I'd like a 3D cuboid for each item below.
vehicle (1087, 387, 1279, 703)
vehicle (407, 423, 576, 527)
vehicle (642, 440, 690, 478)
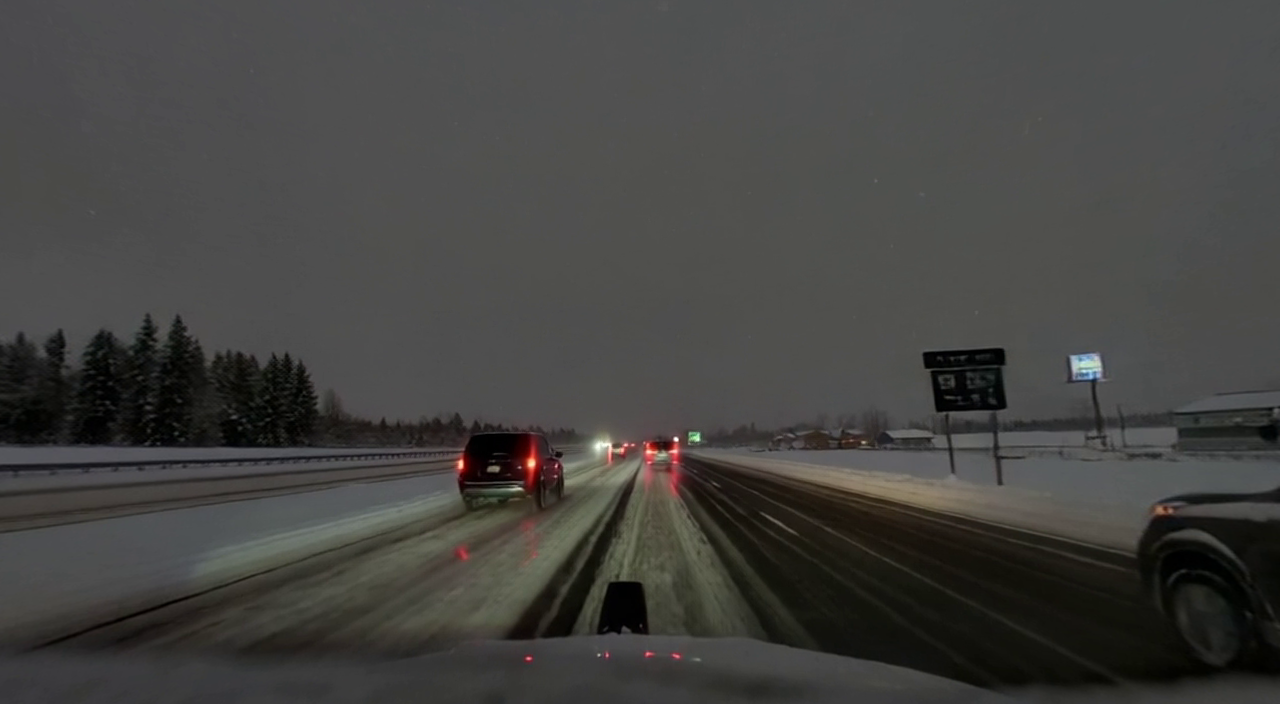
[{"bbox_3d":[4.181,0.822,2.126,2.027,1.588,4.611,0,-8,1],"label":"vehicle"},{"bbox_3d":[-2.788,2.450,13.177,2.239,1.761,4.620,-1,-8,2],"label":"vehicle"},{"bbox_3d":[1.121,4.814,28.676,2.000,1.558,3.945,0,-8,0],"label":"vehicle"}]
